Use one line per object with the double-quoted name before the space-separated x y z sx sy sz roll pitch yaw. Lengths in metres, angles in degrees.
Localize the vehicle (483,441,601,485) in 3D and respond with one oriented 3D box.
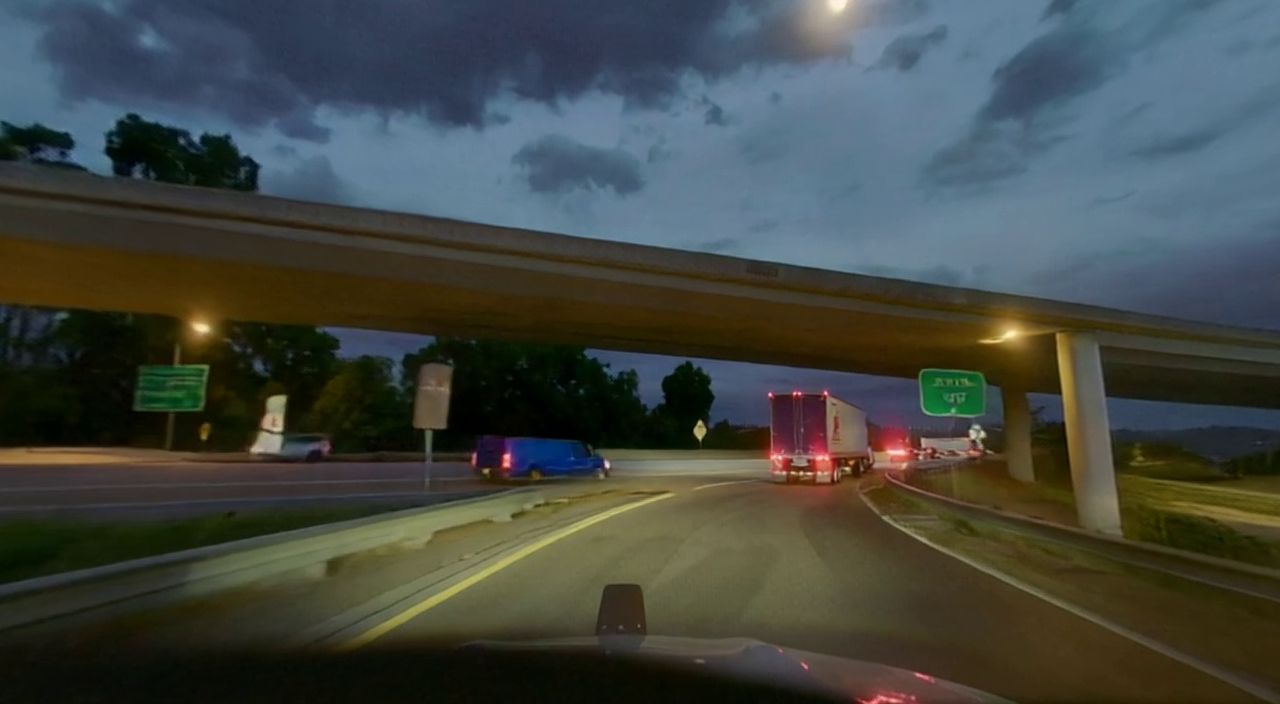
"vehicle" -3.477 4.015 23.108 1.940 1.444 4.024 -7 -11 37
